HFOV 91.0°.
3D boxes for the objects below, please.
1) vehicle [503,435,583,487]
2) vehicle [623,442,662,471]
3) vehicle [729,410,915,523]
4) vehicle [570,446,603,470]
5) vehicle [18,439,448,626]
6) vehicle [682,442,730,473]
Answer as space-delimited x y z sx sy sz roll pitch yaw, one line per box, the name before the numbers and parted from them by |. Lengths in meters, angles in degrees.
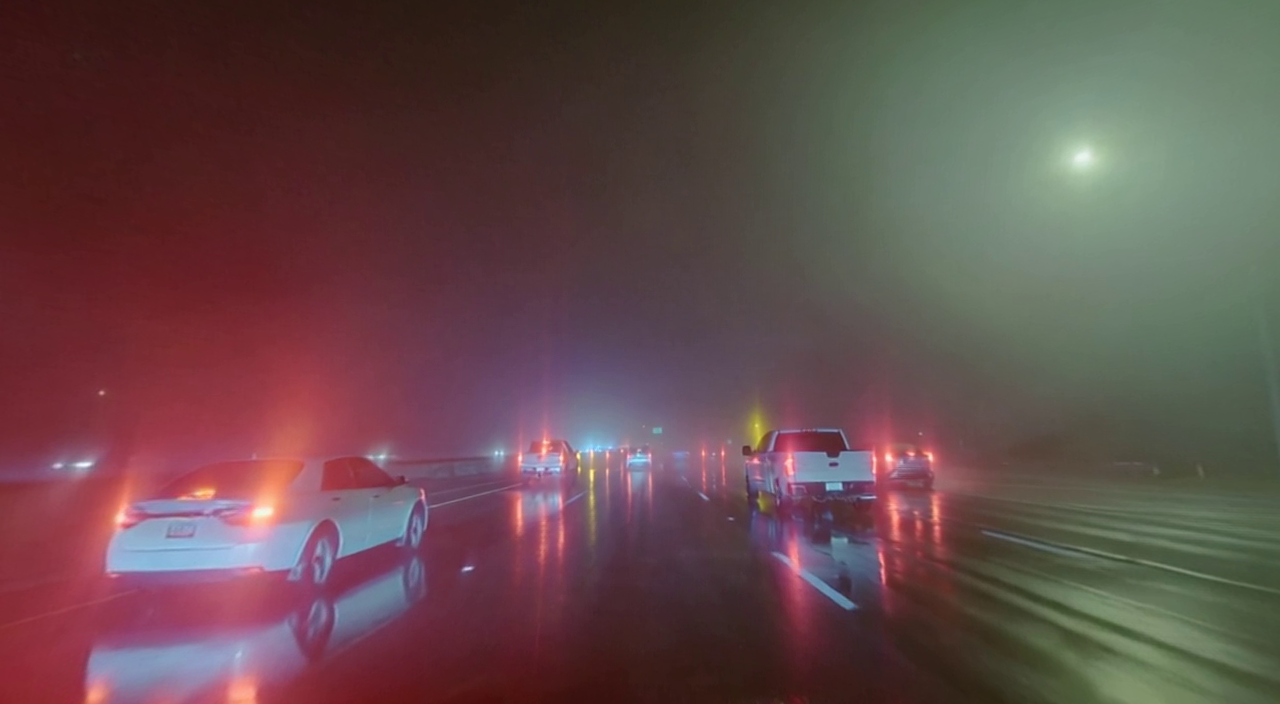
vehicle | -3.604 4.161 24.372 2.176 1.783 4.799 0 -9 2
vehicle | 0.123 6.204 37.540 2.147 1.572 4.094 0 -9 -1
vehicle | 3.556 2.408 13.766 2.340 1.925 5.529 0 -9 -1
vehicle | -3.541 7.090 42.342 1.907 1.484 3.954 0 -9 0
vehicle | -3.842 1.737 7.108 1.947 1.424 4.264 0 -9 1
vehicle | 3.628 5.922 35.580 2.145 1.636 4.437 0 -9 -1
